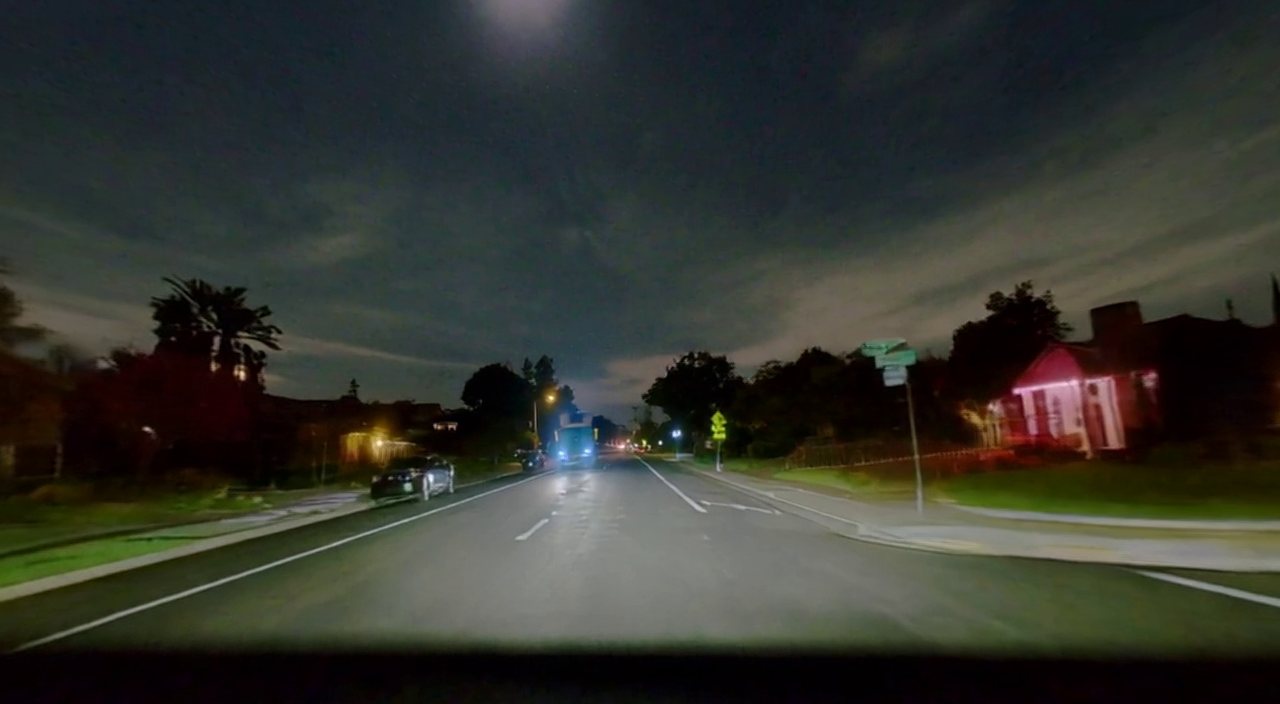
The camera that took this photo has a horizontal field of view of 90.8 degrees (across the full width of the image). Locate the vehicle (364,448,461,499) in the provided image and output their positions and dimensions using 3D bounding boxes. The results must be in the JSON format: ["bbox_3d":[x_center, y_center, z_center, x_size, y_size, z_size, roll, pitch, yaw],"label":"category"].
[{"bbox_3d":[-8.944,4.776,25.321,2.119,1.775,4.643,0,-9,0],"label":"vehicle"}]

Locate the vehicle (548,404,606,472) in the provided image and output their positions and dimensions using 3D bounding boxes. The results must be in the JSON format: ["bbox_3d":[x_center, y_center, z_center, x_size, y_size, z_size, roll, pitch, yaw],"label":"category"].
[{"bbox_3d":[-4.088,6.048,43.823,3.133,4.112,10.695,0,-9,-1],"label":"vehicle"}]
